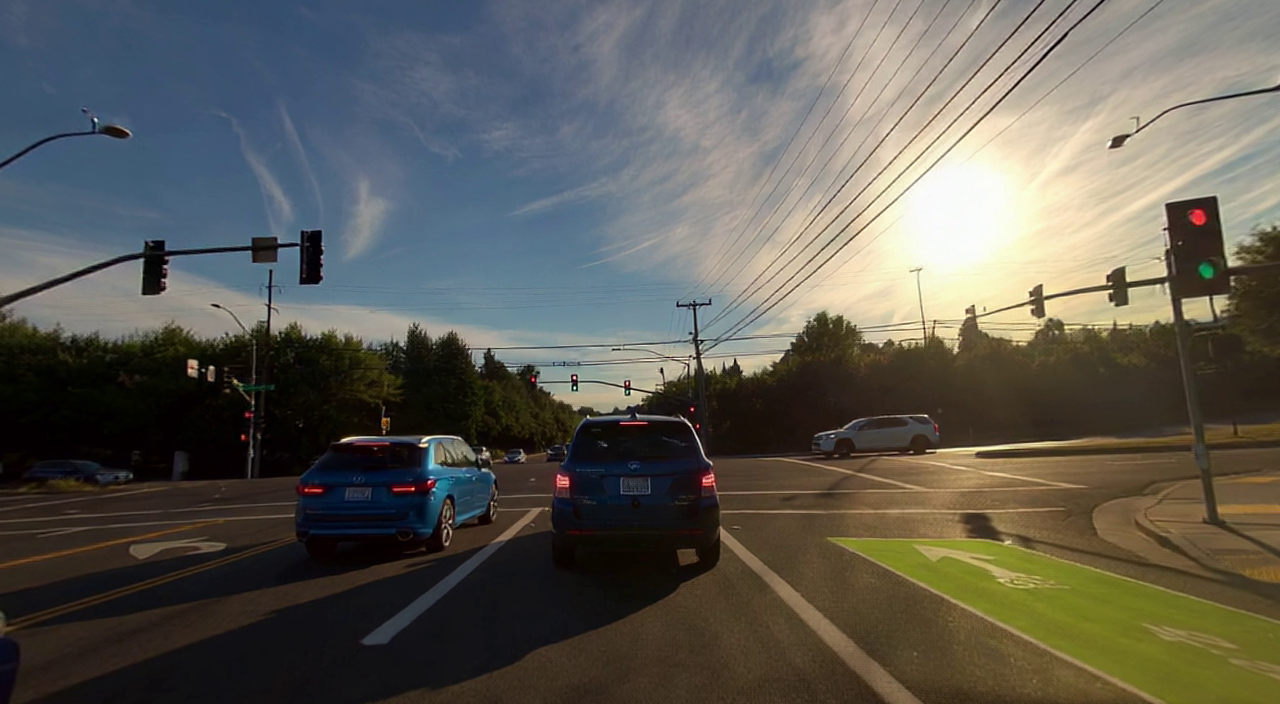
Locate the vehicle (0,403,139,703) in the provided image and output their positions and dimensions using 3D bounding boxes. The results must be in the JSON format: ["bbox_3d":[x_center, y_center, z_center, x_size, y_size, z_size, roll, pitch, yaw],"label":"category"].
[{"bbox_3d":[-3.352,0.663,0.445,1.928,1.488,4.936,0,-8,0],"label":"vehicle"}]

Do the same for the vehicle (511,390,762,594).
[{"bbox_3d":[-0.055,1.518,7.617,2.182,1.773,4.041,0,-8,-1],"label":"vehicle"}]

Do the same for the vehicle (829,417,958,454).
[{"bbox_3d":[13.836,4.608,34.814,6.143,1.944,2.229,-1,-8,5],"label":"vehicle"}]

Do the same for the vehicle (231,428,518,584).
[{"bbox_3d":[-2.928,1.768,8.008,1.969,1.486,3.702,0,-8,1],"label":"vehicle"}]
